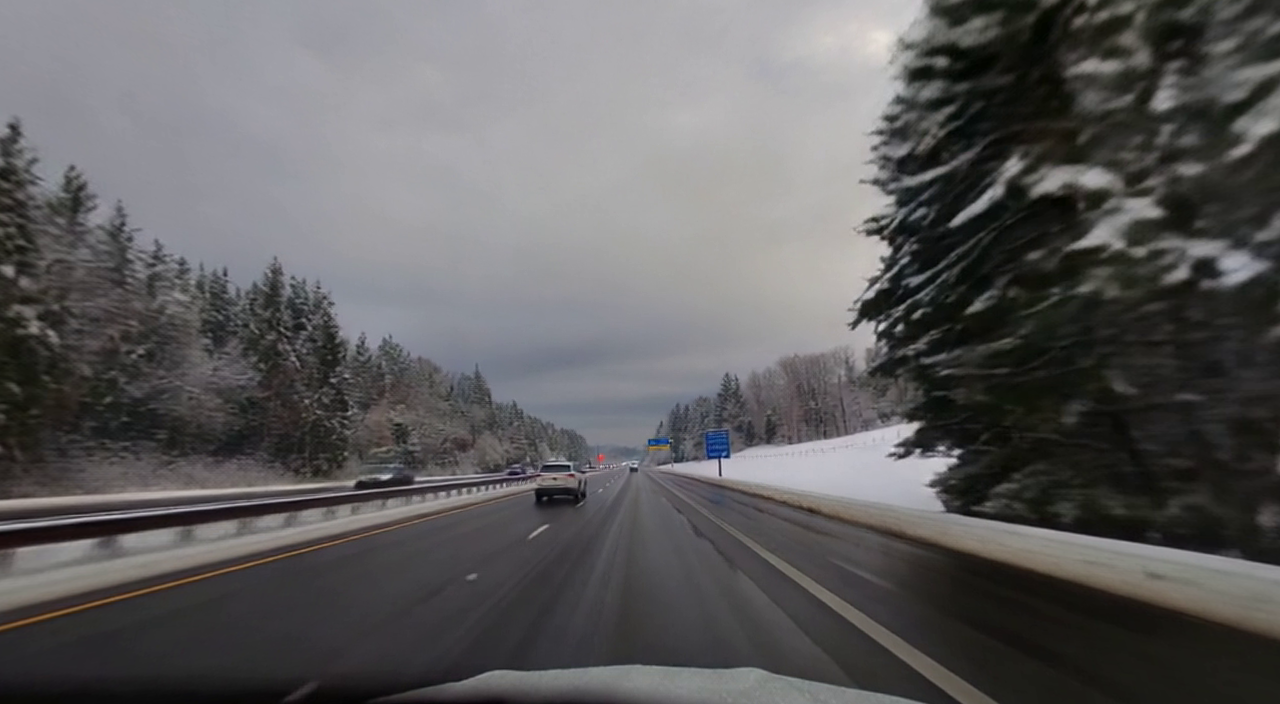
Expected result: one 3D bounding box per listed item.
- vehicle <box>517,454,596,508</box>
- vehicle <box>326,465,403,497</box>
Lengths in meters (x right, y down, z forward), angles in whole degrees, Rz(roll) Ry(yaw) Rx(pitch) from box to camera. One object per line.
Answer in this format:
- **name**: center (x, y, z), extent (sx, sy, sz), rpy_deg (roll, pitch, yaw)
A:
- **vehicle**: center (-2.800, 4.459, 22.053), extent (2.104, 1.655, 4.039), rpy_deg (0, -10, 1)
- **vehicle**: center (-13.431, 6.323, 31.039), extent (1.855, 1.422, 4.377), rpy_deg (1, -10, -1)
